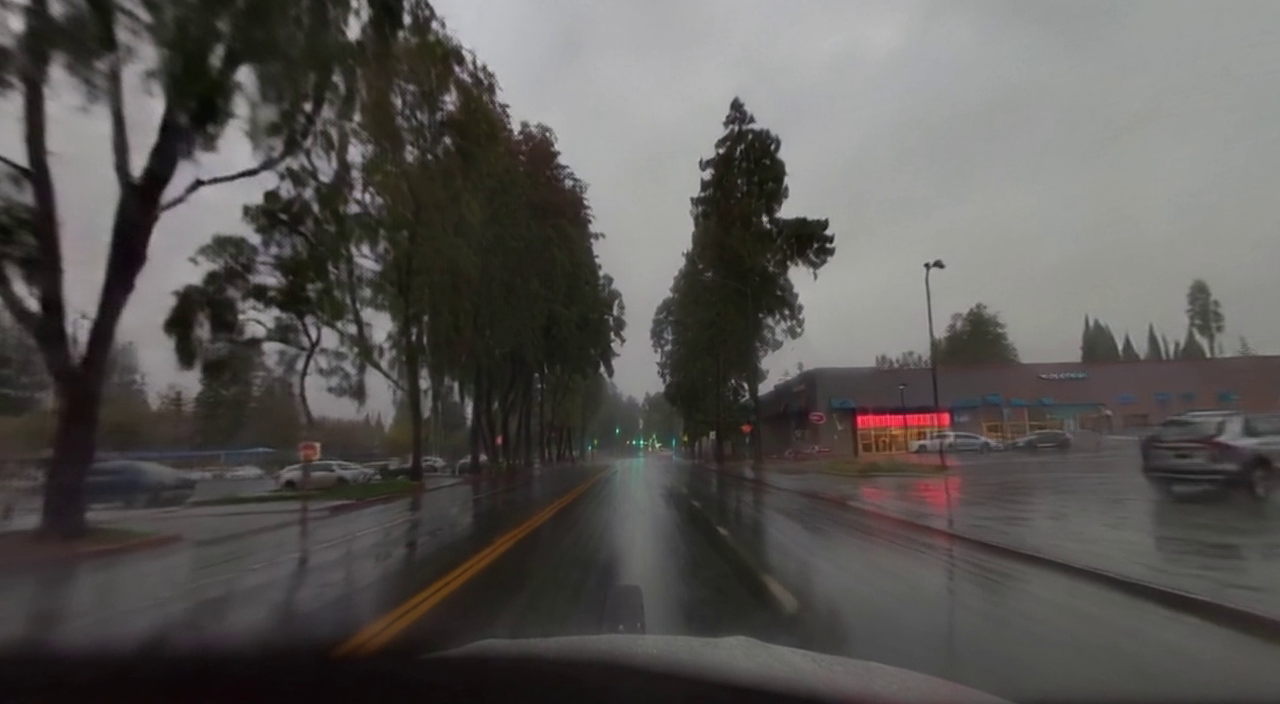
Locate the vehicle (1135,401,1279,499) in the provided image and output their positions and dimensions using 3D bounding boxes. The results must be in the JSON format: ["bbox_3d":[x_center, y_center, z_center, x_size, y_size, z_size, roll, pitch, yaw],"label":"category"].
[{"bbox_3d":[11.204,1.812,11.828,4.587,1.504,1.928,7,-11,-39],"label":"vehicle"}]

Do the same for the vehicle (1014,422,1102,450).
[{"bbox_3d":[32.342,6.524,48.960,5.318,1.849,2.058,-2,-9,-3],"label":"vehicle"}]

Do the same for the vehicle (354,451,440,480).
[{"bbox_3d":[-15.215,7.131,39.708,4.579,1.701,2.033,-1,-9,1],"label":"vehicle"}]

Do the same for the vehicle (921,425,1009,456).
[{"bbox_3d":[25.168,6.878,49.041,5.444,1.901,2.250,-4,-9,-3],"label":"vehicle"}]

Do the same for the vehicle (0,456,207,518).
[{"bbox_3d":[-16.289,4.061,19.295,4.650,1.700,1.915,0,-9,-2],"label":"vehicle"}]

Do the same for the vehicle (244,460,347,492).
[{"bbox_3d":[-15.987,5.755,29.439,3.771,1.404,1.639,0,-9,-2],"label":"vehicle"}]
